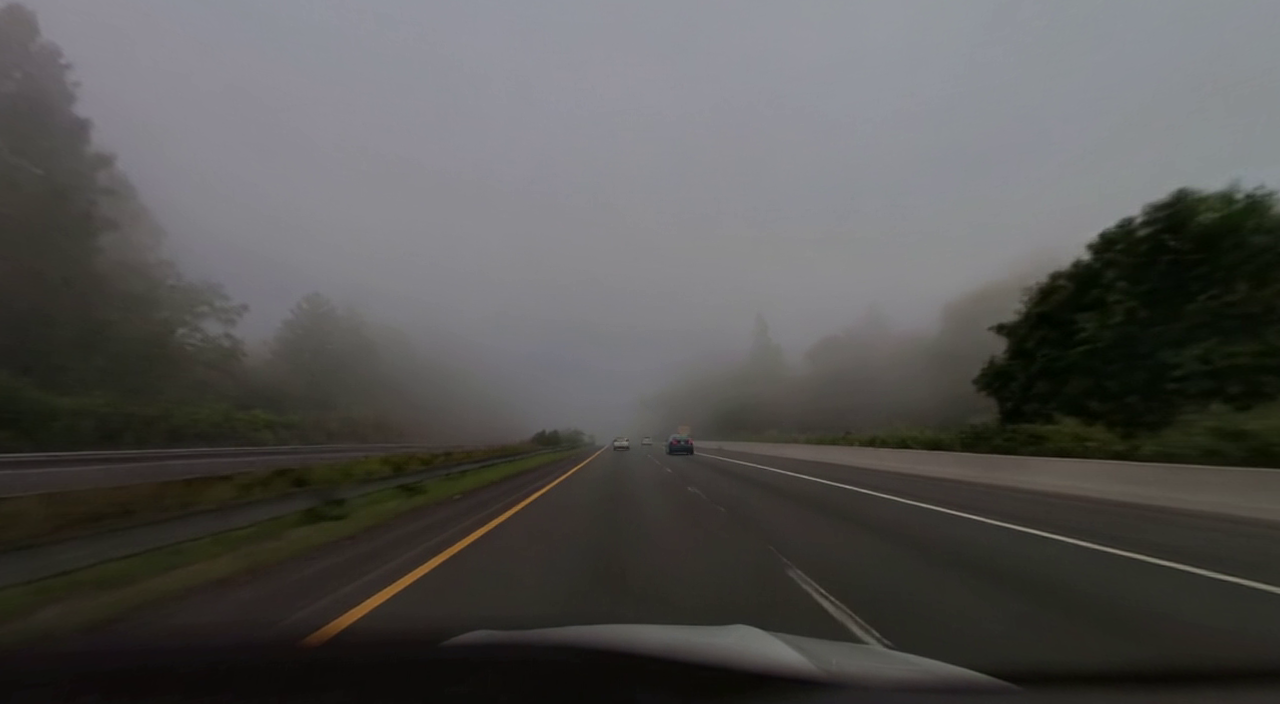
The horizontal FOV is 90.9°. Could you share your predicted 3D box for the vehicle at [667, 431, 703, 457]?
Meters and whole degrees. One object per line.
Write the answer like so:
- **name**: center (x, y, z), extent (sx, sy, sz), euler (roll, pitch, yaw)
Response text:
- **vehicle**: center (3.093, 6.450, 44.345), extent (2.085, 1.681, 4.436), euler (0, -7, -2)
